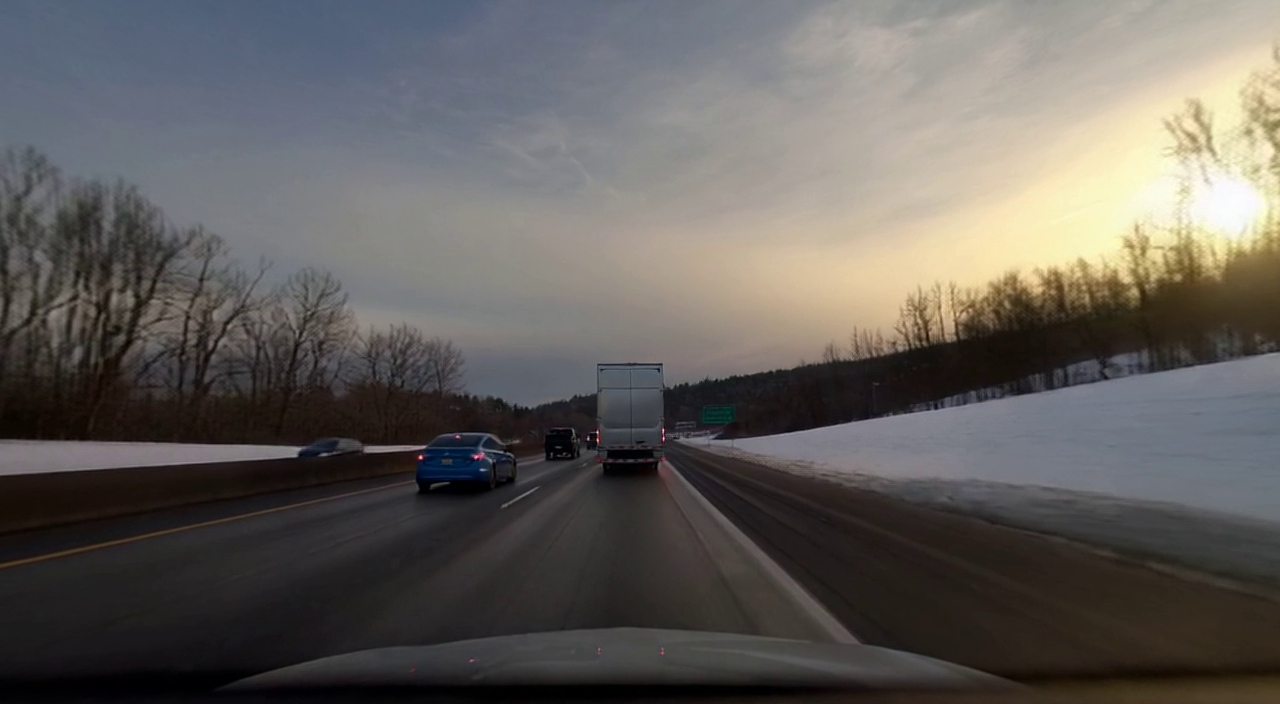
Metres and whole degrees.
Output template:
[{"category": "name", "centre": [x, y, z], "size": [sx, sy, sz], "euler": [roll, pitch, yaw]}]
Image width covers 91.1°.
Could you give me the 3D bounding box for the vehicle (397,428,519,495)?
[{"category": "vehicle", "centre": [-4.632, 2.828, 16.768], "size": [1.931, 1.539, 4.441], "euler": [0, -8, 0]}]

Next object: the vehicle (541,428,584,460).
[{"category": "vehicle", "centre": [-4.634, 5.566, 38.184], "size": [2.019, 1.834, 4.644], "euler": [0, -8, 0]}]

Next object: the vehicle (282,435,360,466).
[{"category": "vehicle", "centre": [-17.934, 5.548, 35.623], "size": [1.992, 1.643, 4.609], "euler": [0, -8, 0]}]

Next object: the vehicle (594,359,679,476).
[{"category": "vehicle", "centre": [-0.249, 2.928, 26.895], "size": [2.953, 4.041, 10.072], "euler": [0, -8, -2]}]
